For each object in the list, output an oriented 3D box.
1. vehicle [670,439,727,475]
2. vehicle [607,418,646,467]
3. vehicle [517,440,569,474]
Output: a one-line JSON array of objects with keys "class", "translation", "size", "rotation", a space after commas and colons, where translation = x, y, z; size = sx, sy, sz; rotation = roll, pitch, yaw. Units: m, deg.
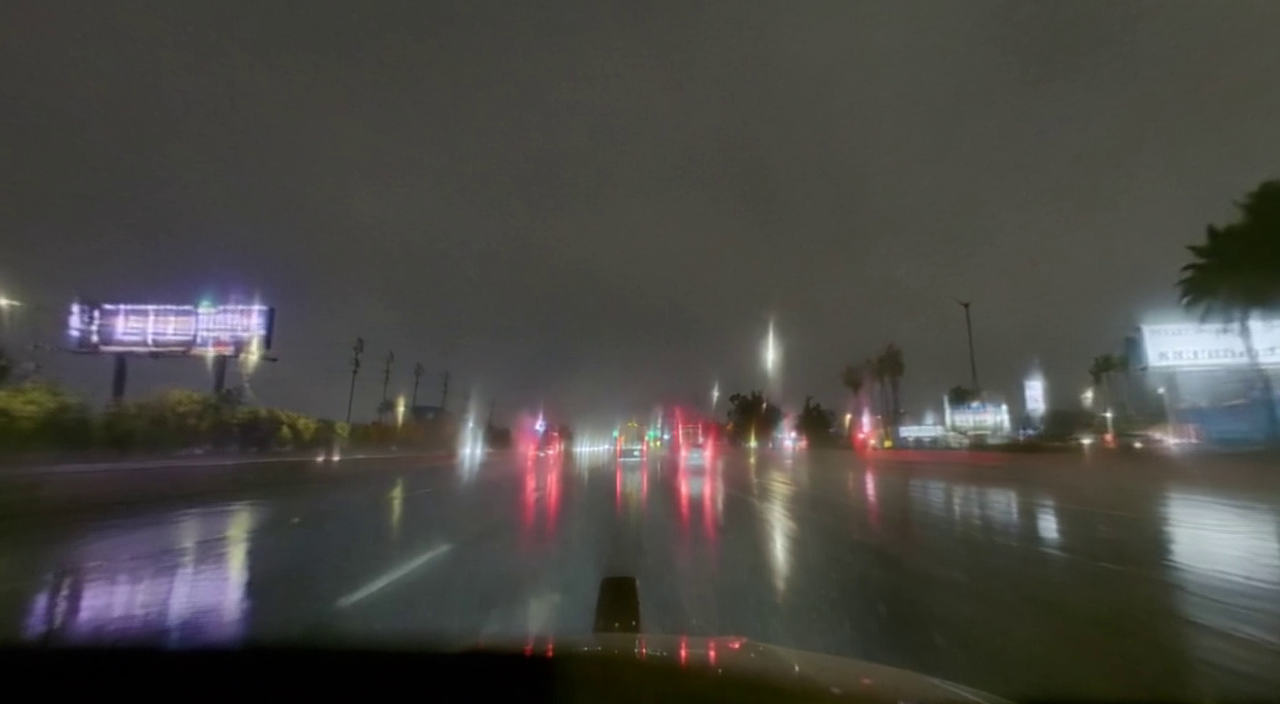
[{"class": "vehicle", "translation": [2.792, 5.154, 31.311], "size": [2.175, 1.598, 4.584], "rotation": [0, -8, -3]}, {"class": "vehicle", "translation": [-0.888, 5.983, 41.639], "size": [2.364, 2.953, 6.495], "rotation": [0, -8, -2]}, {"class": "vehicle", "translation": [-4.980, 5.463, 33.098], "size": [2.021, 1.598, 4.887], "rotation": [0, -8, -1]}]
